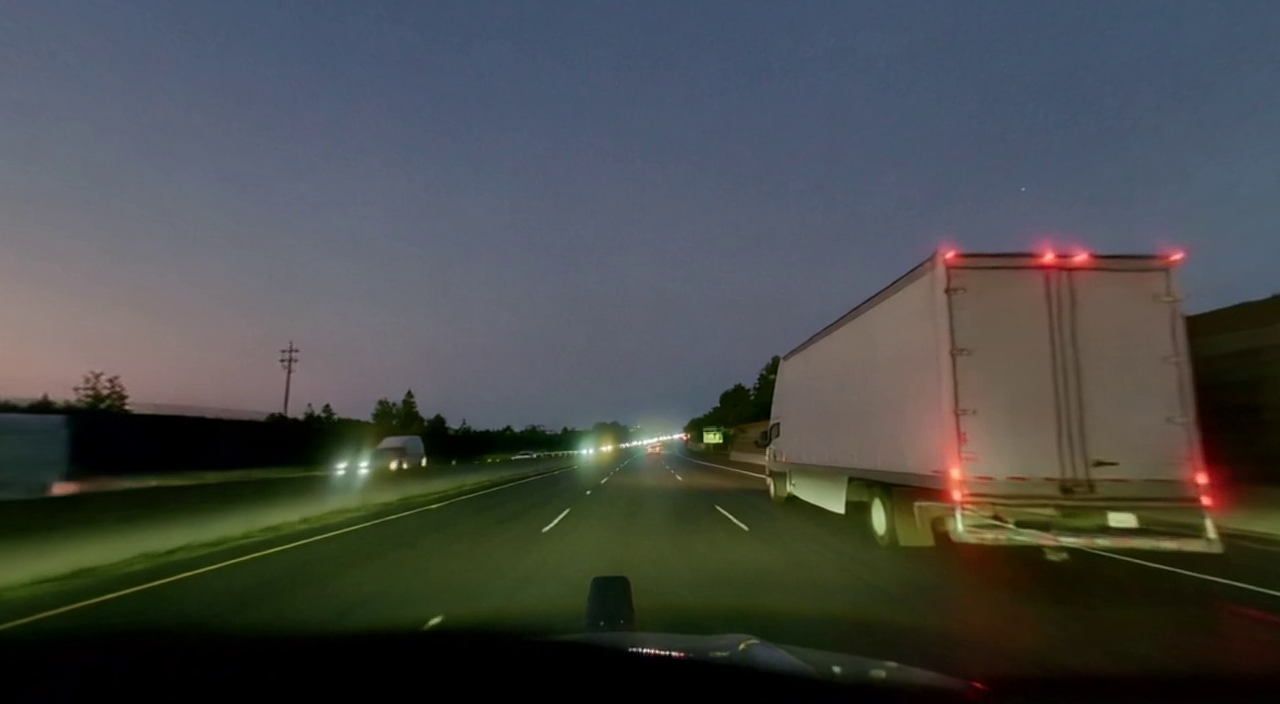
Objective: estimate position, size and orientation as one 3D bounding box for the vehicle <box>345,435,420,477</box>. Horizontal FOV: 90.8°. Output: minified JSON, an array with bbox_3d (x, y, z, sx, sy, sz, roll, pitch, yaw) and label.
[{"bbox_3d":[-19.295,7.849,47.771,2.658,2.883,6.850,0,-9,1],"label":"vehicle"}]

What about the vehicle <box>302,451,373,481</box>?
[{"bbox_3d":[-19.338,7.302,40.638,1.909,1.768,5.200,0,-9,1],"label":"vehicle"}]

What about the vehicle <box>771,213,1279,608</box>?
[{"bbox_3d":[4.321,1.046,9.352,2.771,3.313,8.121,0,-9,-1],"label":"vehicle"}]
